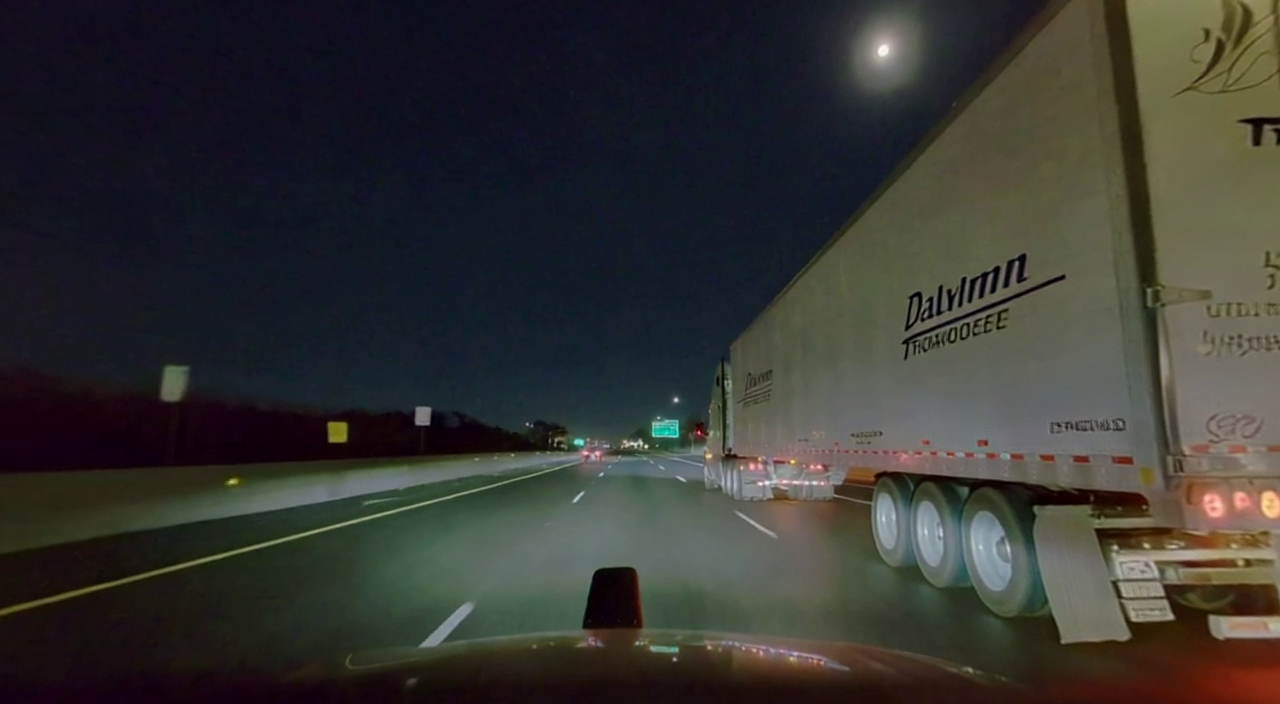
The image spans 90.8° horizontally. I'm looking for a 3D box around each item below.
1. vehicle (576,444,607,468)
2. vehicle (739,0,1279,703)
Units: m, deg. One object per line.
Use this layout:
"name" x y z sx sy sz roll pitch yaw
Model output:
"vehicle" -3.464 7.531 45.870 2.030 1.657 3.926 0 -8 -1
"vehicle" 3.952 0.624 9.213 2.962 4.132 12.720 0 -8 0
